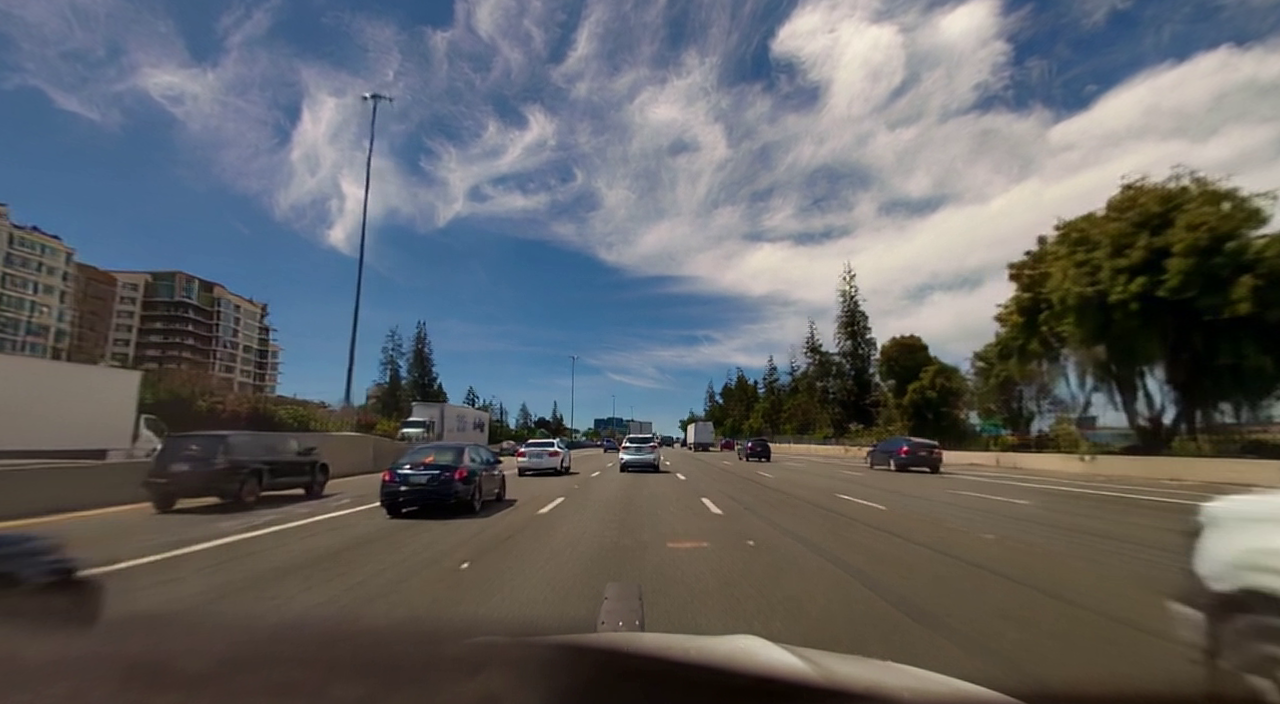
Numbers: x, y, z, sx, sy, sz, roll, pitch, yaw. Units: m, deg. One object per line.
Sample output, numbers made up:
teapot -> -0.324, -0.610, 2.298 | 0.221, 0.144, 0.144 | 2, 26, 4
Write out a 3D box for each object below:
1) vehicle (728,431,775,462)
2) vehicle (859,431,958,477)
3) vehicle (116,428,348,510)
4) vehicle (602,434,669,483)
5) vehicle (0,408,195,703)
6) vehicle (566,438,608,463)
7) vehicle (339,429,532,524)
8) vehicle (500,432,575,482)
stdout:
vehicle -> 6.586, 5.672, 37.651 | 1.992, 1.745, 4.329 | 0, -9, -1
vehicle -> 10.292, 3.931, 24.493 | 2.066, 1.629, 3.945 | 0, -9, -1
vehicle -> -8.814, 2.569, 14.260 | 2.125, 1.542, 4.595 | 0, -9, 1
vehicle -> -0.135, 3.550, 21.225 | 2.053, 1.461, 3.941 | 0, -9, 0
vehicle -> -3.589, 0.798, 1.453 | 2.025, 1.449, 4.190 | 0, -9, 0
vehicle -> -3.177, 6.032, 38.607 | 2.062, 1.459, 4.365 | 0, -9, 1
vehicle -> -3.577, 2.275, 12.108 | 2.098, 1.463, 4.578 | 0, -9, 1
vehicle -> -3.554, 3.722, 22.583 | 1.956, 1.602, 4.258 | 0, -9, 0
